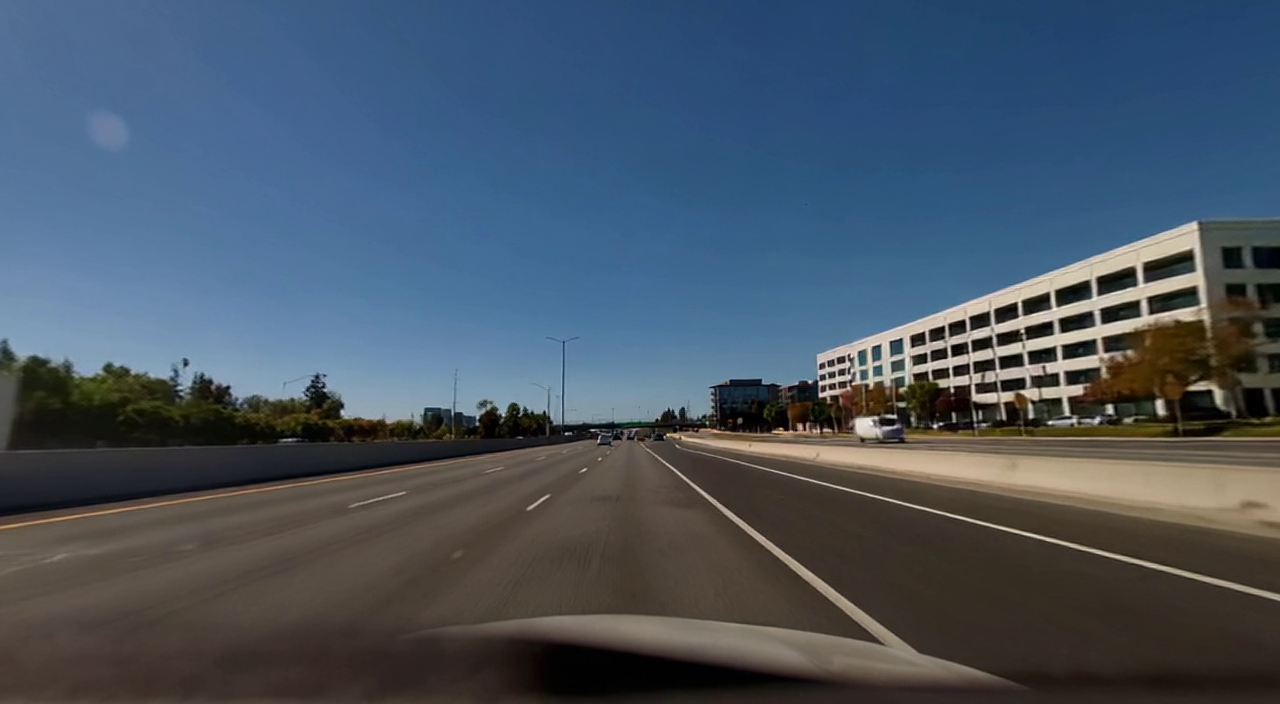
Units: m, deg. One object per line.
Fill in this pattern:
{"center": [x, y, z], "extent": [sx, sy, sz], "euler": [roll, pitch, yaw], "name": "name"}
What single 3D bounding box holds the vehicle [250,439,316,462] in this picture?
{"center": [-24.699, 6.819, 43.674], "extent": [1.887, 1.503, 4.549], "euler": [0, -8, 0], "name": "vehicle"}
